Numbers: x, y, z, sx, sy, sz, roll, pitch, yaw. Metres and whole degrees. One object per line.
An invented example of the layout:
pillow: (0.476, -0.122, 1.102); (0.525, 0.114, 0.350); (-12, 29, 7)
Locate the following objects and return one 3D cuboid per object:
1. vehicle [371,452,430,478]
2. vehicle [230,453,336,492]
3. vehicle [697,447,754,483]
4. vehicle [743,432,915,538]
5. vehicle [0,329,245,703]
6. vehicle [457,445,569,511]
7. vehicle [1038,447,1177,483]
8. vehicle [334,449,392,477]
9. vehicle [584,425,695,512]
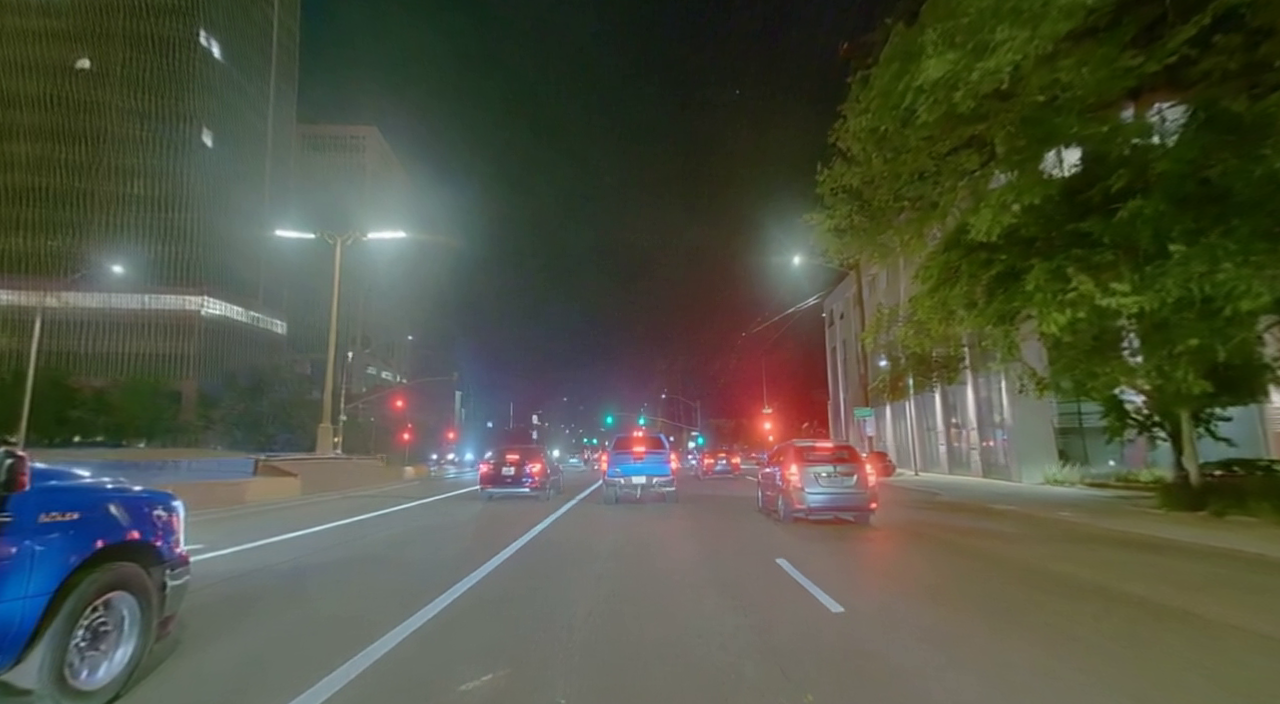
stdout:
vehicle: (-15.248, 7.202, 40.392); (1.932, 1.449, 4.545); (0, -8, 1)
vehicle: (-15.273, 5.136, 27.289); (1.924, 1.450, 4.524); (0, -8, 0)
vehicle: (3.845, 5.175, 29.115); (1.968, 1.472, 4.456); (0, -8, 0)
vehicle: (3.296, 2.387, 11.964); (1.955, 1.628, 4.152); (0, -8, 0)
vehicle: (-3.502, 0.668, 1.547); (1.994, 1.759, 4.709); (0, -8, 0)
vehicle: (-3.152, 3.203, 16.638); (1.986, 1.465, 4.509); (0, -8, 1)
vehicle: (22.252, 5.361, 30.301); (2.003, 1.515, 4.939); (3, -9, -21)
vehicle: (-19.139, 7.666, 43.784); (1.982, 1.728, 4.696); (0, -8, -1)
vehicle: (-0.017, 2.986, 16.718); (2.493, 1.934, 4.957); (0, -8, 0)
